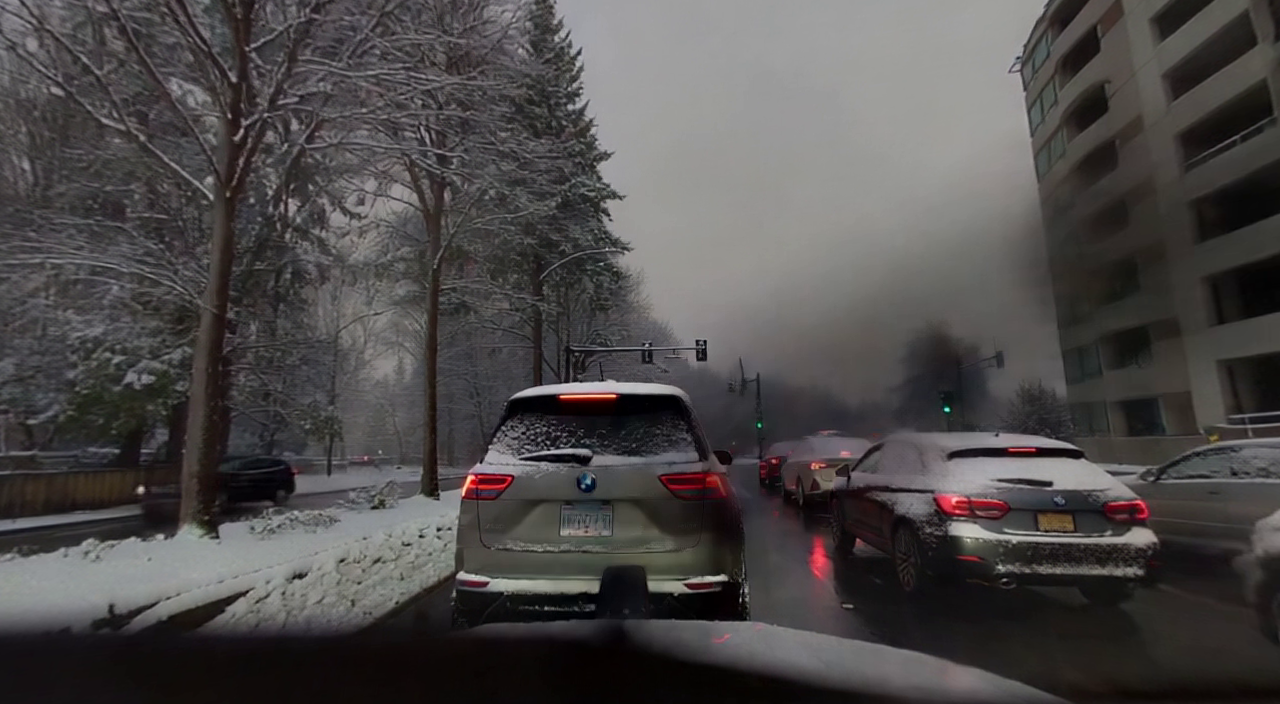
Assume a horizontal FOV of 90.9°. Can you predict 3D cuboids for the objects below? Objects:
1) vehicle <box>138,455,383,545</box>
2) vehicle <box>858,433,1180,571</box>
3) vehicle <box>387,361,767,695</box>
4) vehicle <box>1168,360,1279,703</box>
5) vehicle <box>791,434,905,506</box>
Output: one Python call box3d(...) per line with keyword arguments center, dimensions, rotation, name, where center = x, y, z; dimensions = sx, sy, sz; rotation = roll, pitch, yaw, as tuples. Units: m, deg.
box3d(center=(-7.763, 3.028, 13.662), dimensions=(2.163, 1.500, 4.753), rotation=(-1, -8, 3), name="vehicle")
box3d(center=(4.904, 1.971, 9.174), dimensions=(1.963, 1.480, 4.553), rotation=(0, -8, 2), name="vehicle")
box3d(center=(-0.208, 1.237, 5.565), dimensions=(2.021, 1.742, 4.295), rotation=(-1, -8, 4), name="vehicle")
box3d(center=(4.047, 0.615, 1.109), dimensions=(1.993, 1.719, 4.953), rotation=(0, -8, 1), name="vehicle")
box3d(center=(5.322, 3.034, 16.717), dimensions=(1.994, 1.638, 4.100), rotation=(-1, -9, 6), name="vehicle")
